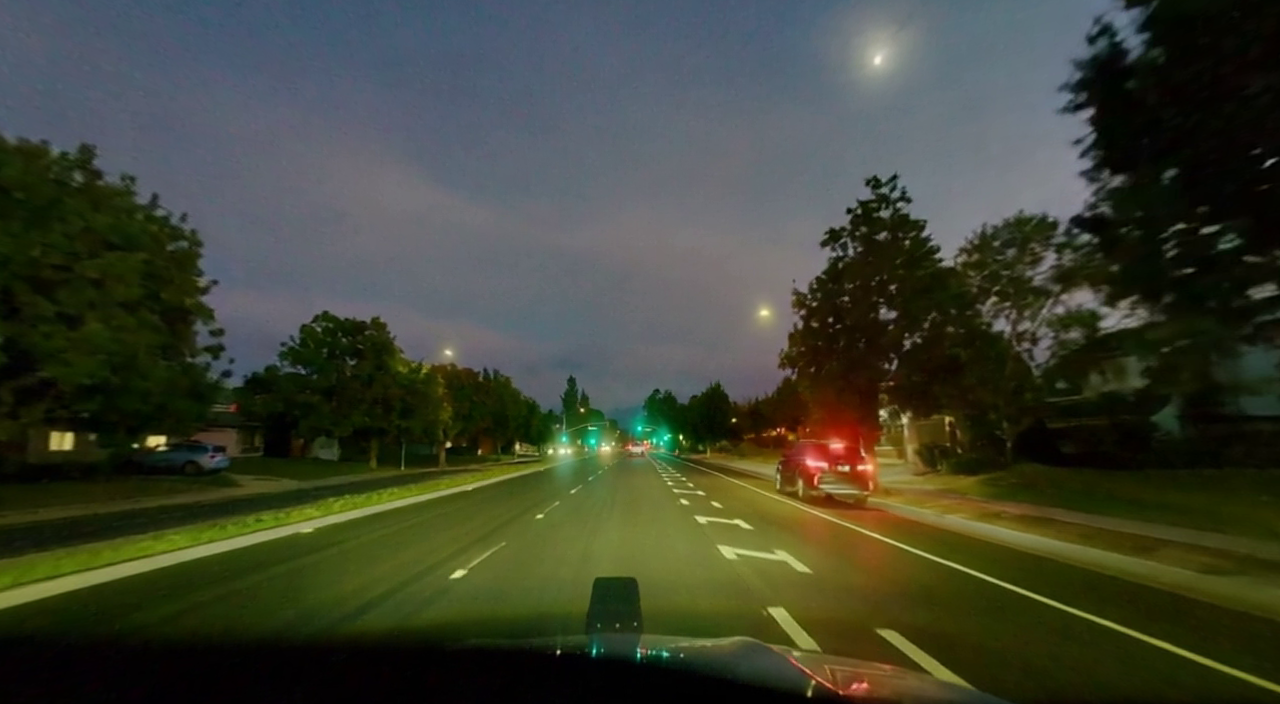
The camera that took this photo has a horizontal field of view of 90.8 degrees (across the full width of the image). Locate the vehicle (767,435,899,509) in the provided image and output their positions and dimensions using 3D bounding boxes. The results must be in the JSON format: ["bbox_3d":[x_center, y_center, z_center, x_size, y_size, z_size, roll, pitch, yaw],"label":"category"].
[{"bbox_3d":[4.837,3.058,16.650,1.967,1.631,4.692,0,-8,0],"label":"vehicle"}]

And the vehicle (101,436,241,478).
[{"bbox_3d":[-21.243,4.766,28.787,4.666,1.677,1.978,3,-9,-2],"label":"vehicle"}]
